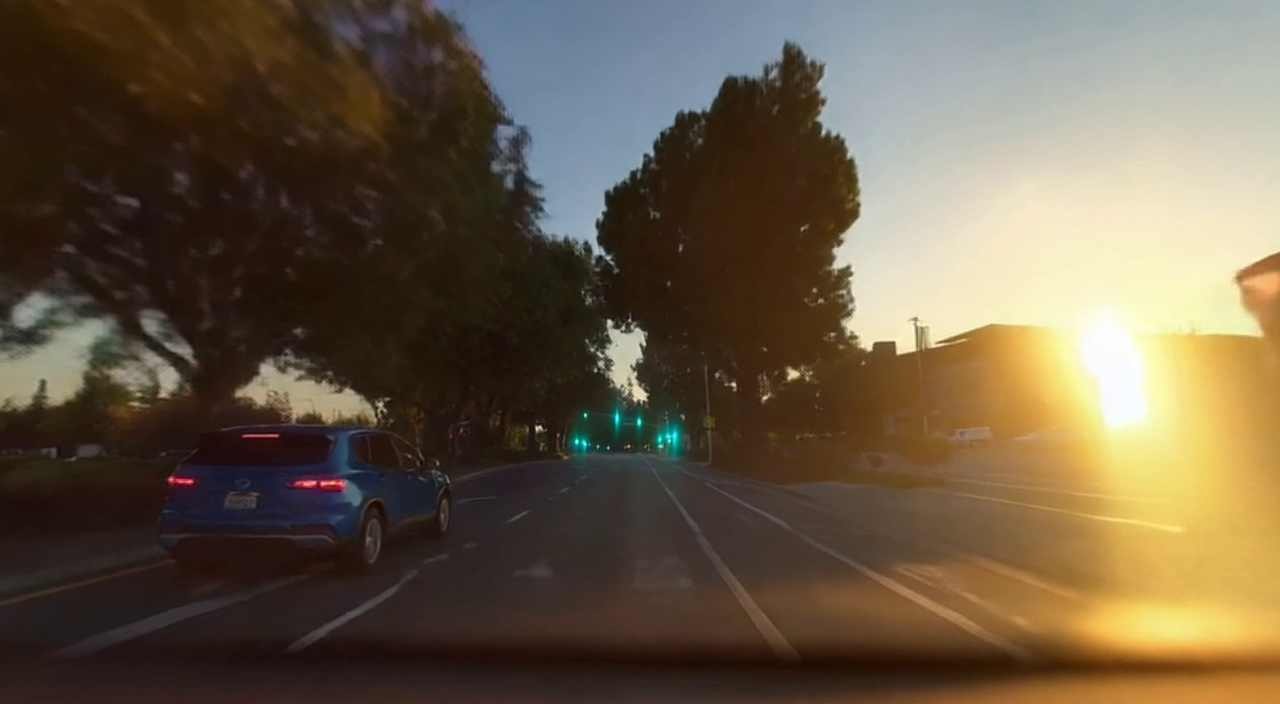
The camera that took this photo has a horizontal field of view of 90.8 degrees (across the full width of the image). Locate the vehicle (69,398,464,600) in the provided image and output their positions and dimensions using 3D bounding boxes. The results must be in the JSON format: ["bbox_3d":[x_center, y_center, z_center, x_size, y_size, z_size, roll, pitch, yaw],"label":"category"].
[{"bbox_3d":[-3.860,1.623,7.748,2.121,1.724,4.392,1,-9,0],"label":"vehicle"}]
